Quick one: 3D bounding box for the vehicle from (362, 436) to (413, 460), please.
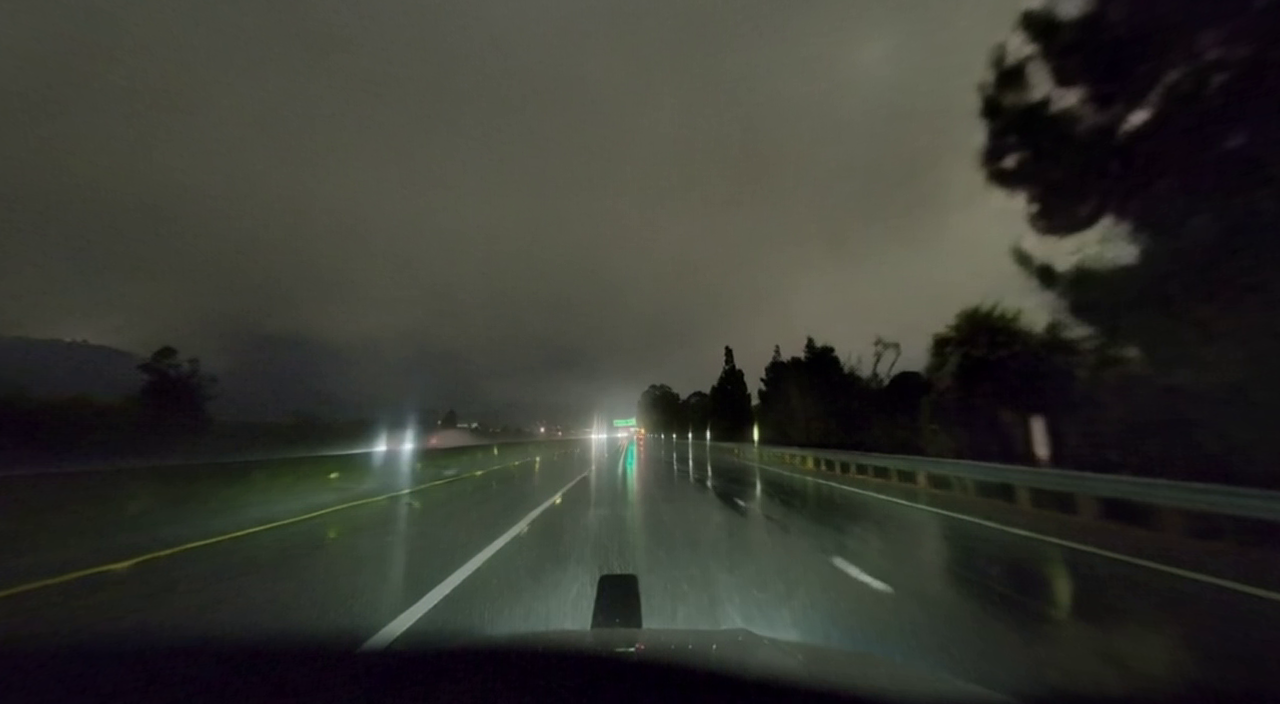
[{"bbox_3d":[-16.973,6.446,42.529,1.846,1.553,3.782,0,-7,0],"label":"vehicle"}]
